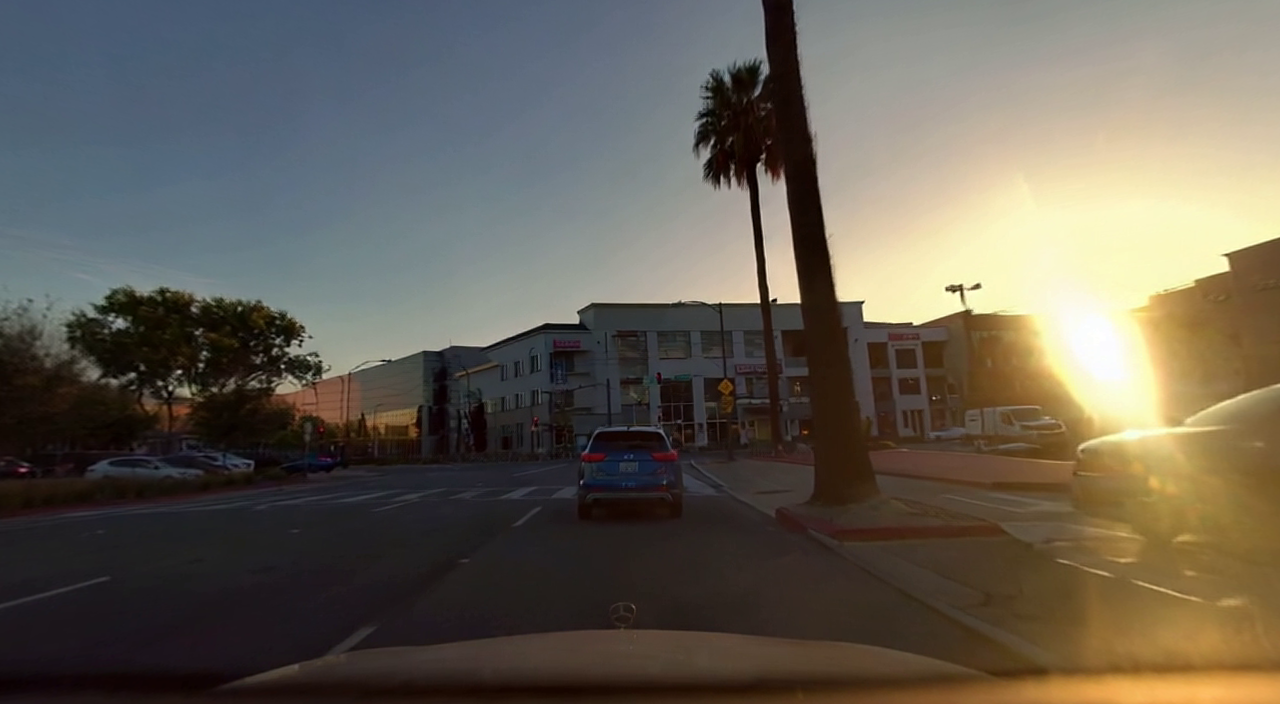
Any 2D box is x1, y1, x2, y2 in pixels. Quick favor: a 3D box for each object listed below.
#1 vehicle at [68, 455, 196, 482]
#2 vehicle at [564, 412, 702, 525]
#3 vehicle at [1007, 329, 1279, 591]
[{"bbox_3d":[-28.127,6.476,35.202,5.154,1.343,1.943,4,-9,-24],"label":"vehicle"},{"bbox_3d":[-0.157,2.181,12.231,2.234,1.818,3.869,0,-9,-1],"label":"vehicle"},{"bbox_3d":[6.231,0.860,5.331,4.828,1.733,2.231,0,-9,0],"label":"vehicle"}]
